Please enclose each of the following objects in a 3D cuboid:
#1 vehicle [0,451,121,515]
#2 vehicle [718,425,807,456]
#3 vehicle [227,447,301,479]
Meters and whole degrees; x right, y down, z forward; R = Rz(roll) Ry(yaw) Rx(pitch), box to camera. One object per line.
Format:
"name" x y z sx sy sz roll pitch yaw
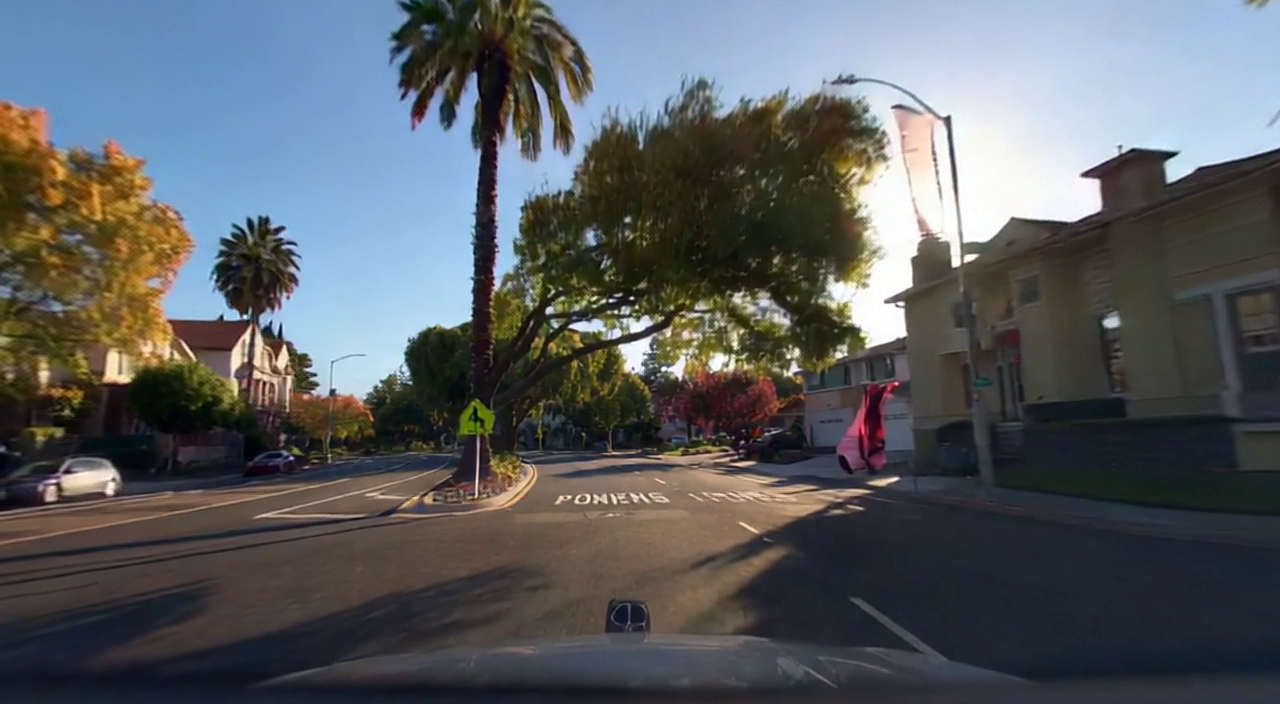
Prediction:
"vehicle" -17.070 3.504 17.230 1.997 1.514 4.632 1 -8 -4
"vehicle" 8.719 6.384 45.207 6.051 2.092 2.231 -2 -11 10
"vehicle" -19.572 5.762 33.034 1.941 1.470 4.384 0 -8 -12
